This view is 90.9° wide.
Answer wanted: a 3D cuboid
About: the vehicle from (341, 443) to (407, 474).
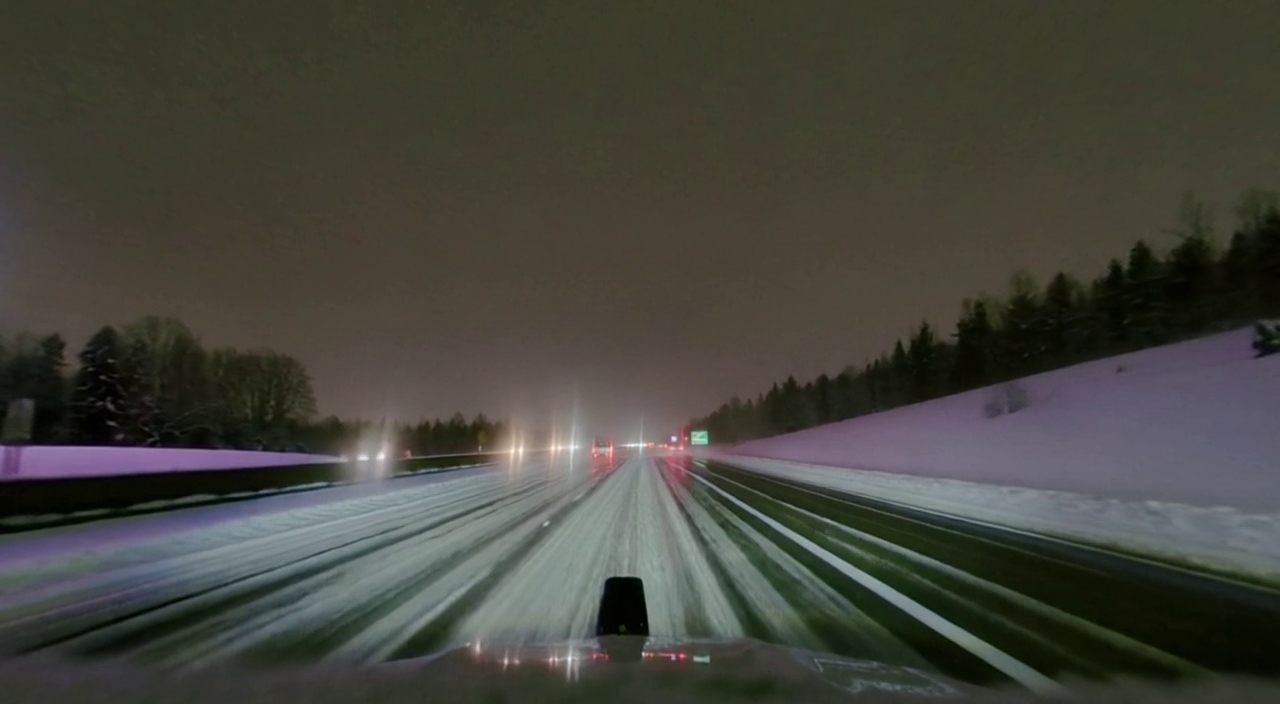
[{"bbox_3d":[-16.201,6.475,38.754,1.977,1.763,4.611,0,-8,1],"label":"vehicle"}]
